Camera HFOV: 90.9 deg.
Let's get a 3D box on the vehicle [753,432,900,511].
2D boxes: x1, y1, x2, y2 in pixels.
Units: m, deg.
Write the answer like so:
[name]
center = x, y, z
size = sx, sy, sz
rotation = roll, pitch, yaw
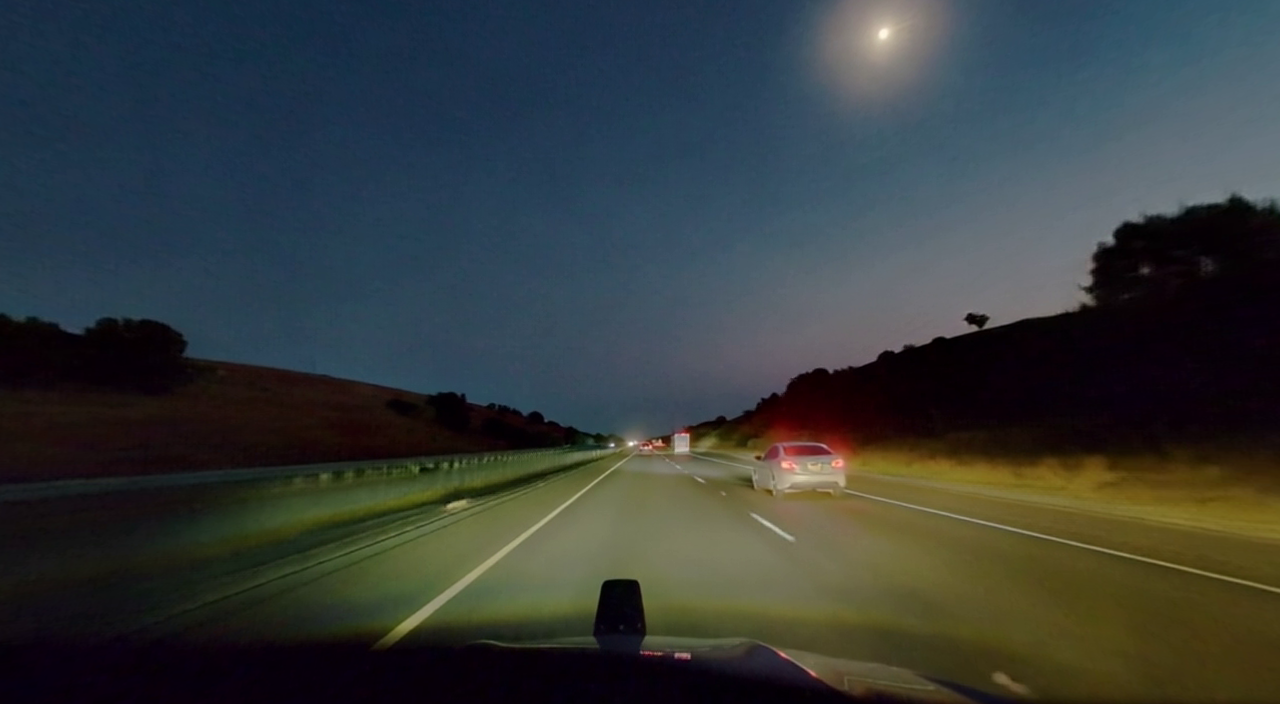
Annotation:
[vehicle]
center = 4.036, 2.658, 14.593
size = 1.960, 1.516, 4.657
rotation = 0, -8, 0
